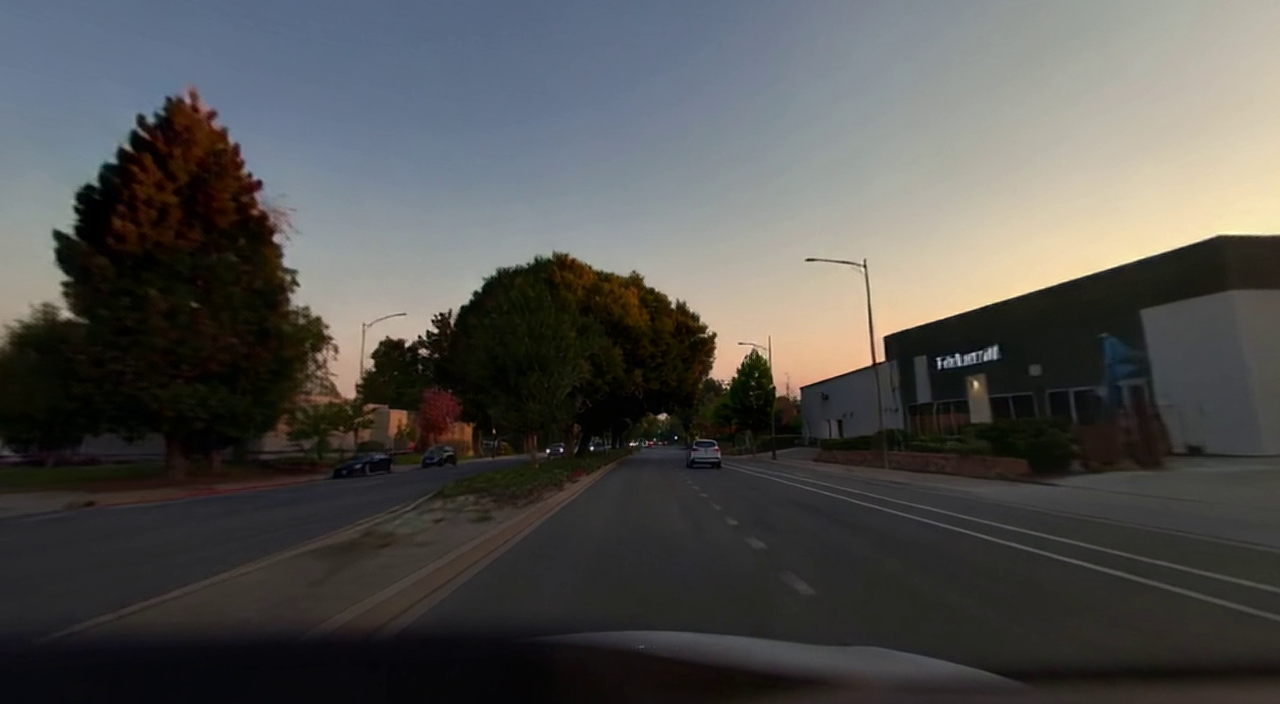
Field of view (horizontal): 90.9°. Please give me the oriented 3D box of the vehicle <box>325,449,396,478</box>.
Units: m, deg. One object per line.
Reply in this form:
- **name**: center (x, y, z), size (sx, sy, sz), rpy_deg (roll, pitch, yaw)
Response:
- **vehicle**: center (-16.401, 6.535, 37.335), size (2.009, 1.540, 4.849), rpy_deg (0, -8, 0)

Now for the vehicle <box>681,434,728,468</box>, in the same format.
- **vehicle**: center (3.539, 5.530, 35.426), size (2.143, 1.759, 4.378), rpy_deg (0, -8, -1)

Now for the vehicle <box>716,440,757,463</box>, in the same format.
- **vehicle**: center (6.592, 6.880, 43.608), size (2.100, 1.491, 4.563), rpy_deg (0, -8, 0)
